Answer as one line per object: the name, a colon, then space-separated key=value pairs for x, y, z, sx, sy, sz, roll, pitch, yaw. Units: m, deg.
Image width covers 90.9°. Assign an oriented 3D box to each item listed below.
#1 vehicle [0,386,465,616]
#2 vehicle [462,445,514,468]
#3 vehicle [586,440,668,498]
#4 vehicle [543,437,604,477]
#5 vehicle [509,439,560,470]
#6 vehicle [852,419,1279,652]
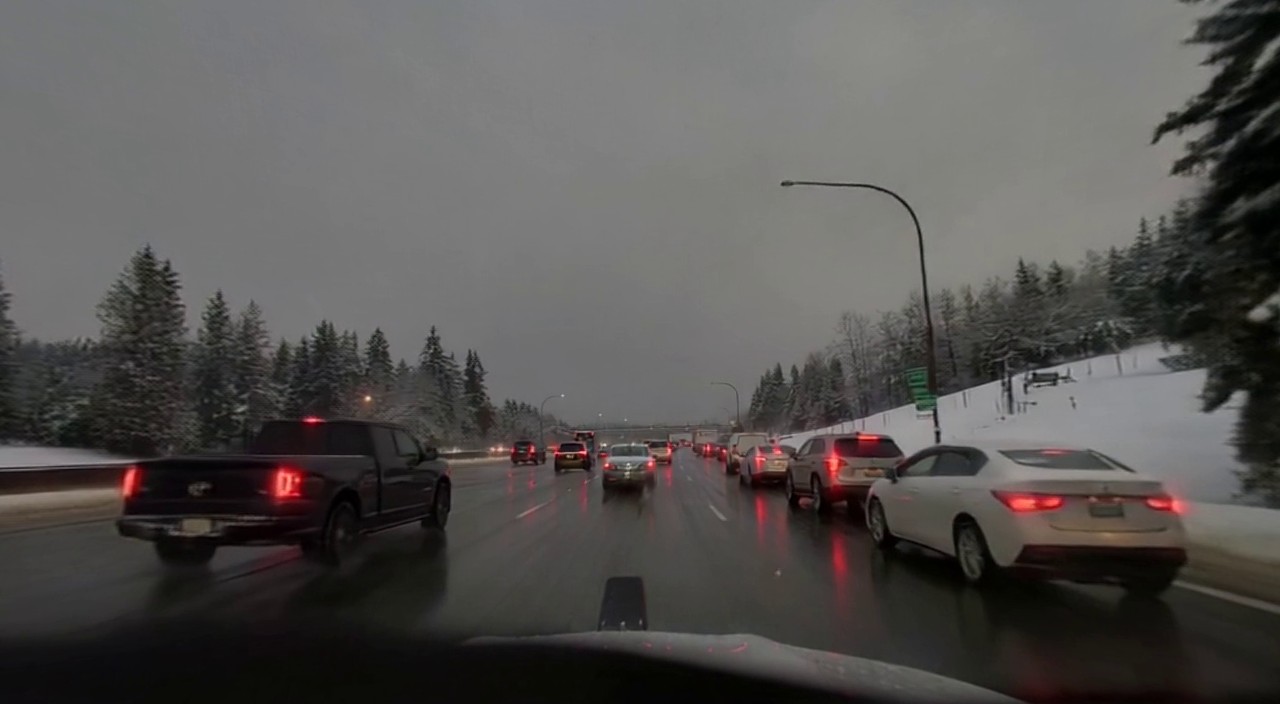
vehicle: x=-4.071 y=1.588 z=7.860 sx=2.110 sy=1.811 sz=5.585 roll=0 pitch=-8 yaw=1
vehicle: x=-10.084 y=6.978 z=42.316 sx=1.903 sy=1.460 sz=4.958 roll=-1 pitch=-8 yaw=4
vehicle: x=-0.279 y=3.262 z=18.006 sx=2.070 sy=1.456 sz=4.029 roll=0 pitch=-8 yaw=1
vehicle: x=-3.019 y=4.867 z=29.550 sx=2.153 sy=1.726 sz=4.546 roll=-1 pitch=-8 yaw=3
vehicle: x=-6.173 y=6.055 z=37.409 sx=2.023 sy=1.693 sz=4.386 roll=-1 pitch=-8 yaw=3
vehicle: x=3.853 y=1.496 z=6.265 sx=1.940 sy=1.475 sz=4.328 roll=0 pitch=-8 yaw=0
